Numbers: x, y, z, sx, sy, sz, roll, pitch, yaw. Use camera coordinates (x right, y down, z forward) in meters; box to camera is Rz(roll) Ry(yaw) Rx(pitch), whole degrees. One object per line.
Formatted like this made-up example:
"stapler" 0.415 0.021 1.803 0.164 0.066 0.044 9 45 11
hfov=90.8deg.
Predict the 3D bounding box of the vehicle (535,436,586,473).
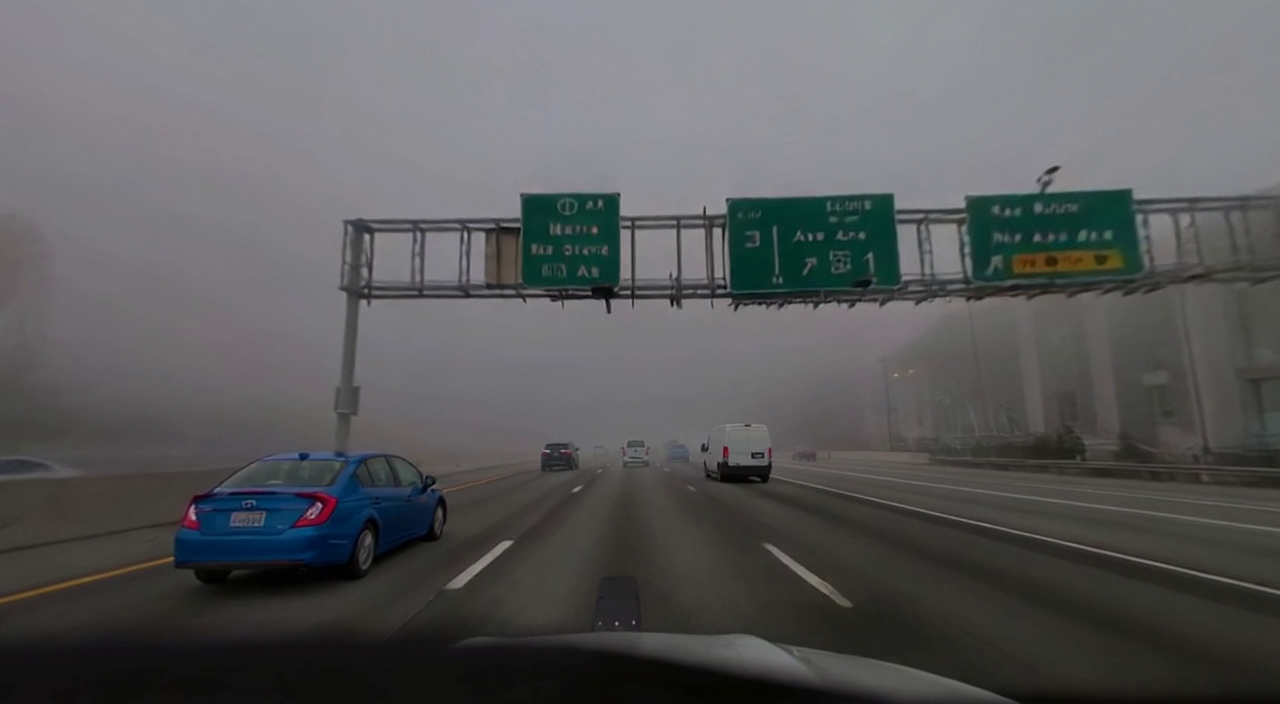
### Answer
"vehicle" -4.146 5.440 33.699 2.109 1.793 4.613 0 -9 0

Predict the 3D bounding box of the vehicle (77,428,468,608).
"vehicle" -3.637 1.706 7.468 1.991 1.469 4.381 0 -9 0

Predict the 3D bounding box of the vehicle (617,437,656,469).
"vehicle" -0.246 6.023 37.877 2.212 1.786 4.198 0 -9 -1

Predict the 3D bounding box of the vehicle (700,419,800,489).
"vehicle" 3.583 3.503 21.930 2.250 2.074 5.723 0 -9 -2
